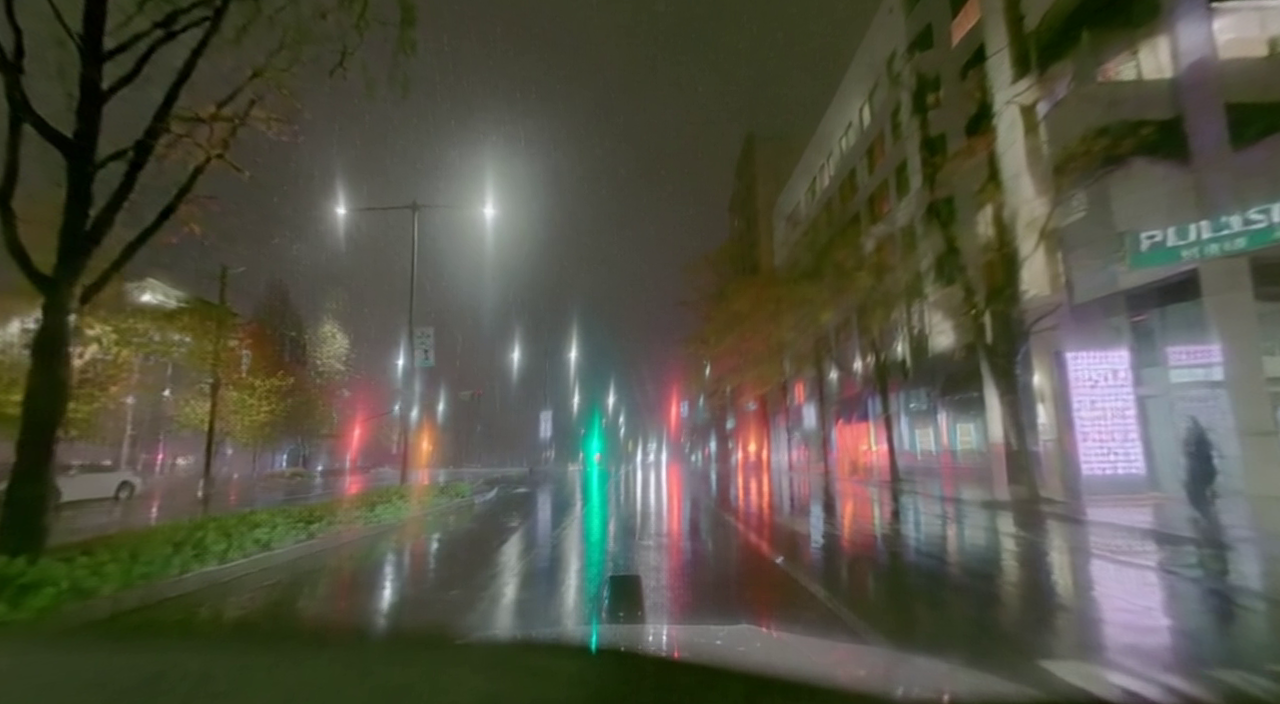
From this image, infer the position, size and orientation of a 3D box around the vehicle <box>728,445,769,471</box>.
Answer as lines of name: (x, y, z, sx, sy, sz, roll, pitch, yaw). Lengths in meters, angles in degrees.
vehicle: (7.882, 7.724, 46.364, 1.987, 1.772, 4.749, 0, -9, -2)

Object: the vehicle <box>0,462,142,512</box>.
vehicle: (-20.394, 4.719, 22.380, 1.840, 1.440, 4.442, -3, -9, 1)

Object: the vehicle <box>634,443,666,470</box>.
vehicle: (0.725, 7.489, 45.421, 2.223, 1.775, 4.250, 0, -9, 1)
